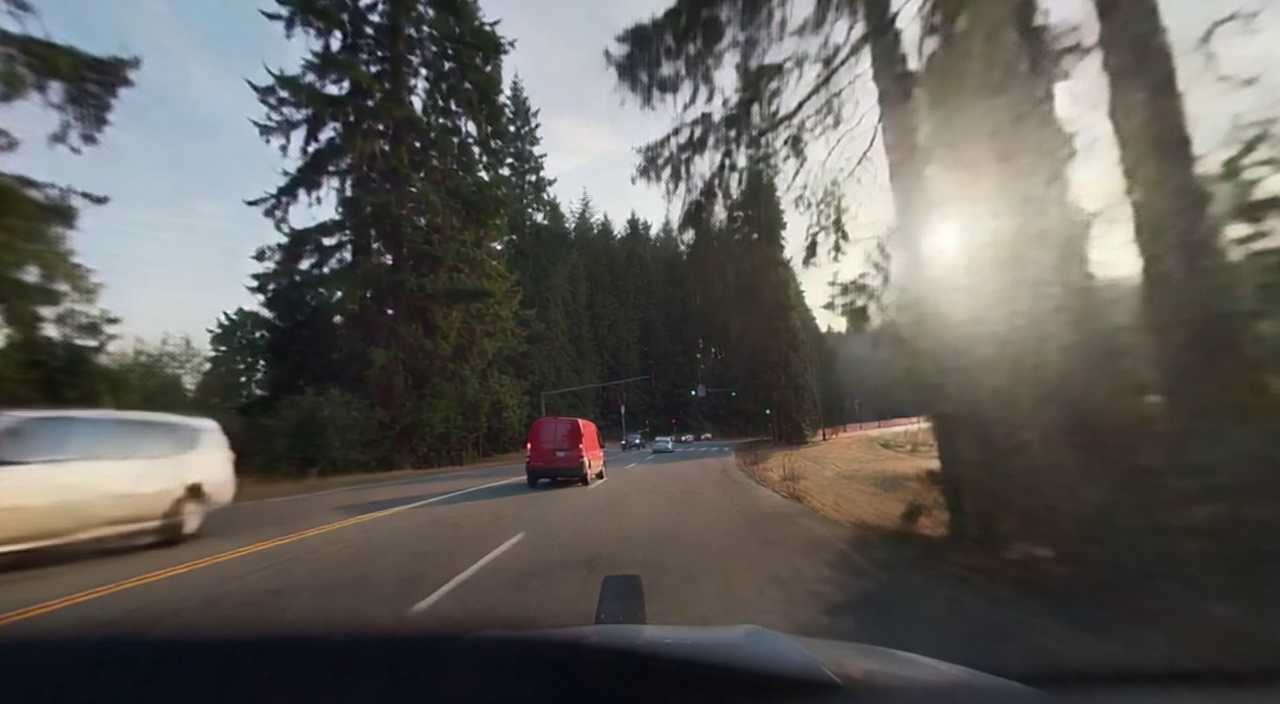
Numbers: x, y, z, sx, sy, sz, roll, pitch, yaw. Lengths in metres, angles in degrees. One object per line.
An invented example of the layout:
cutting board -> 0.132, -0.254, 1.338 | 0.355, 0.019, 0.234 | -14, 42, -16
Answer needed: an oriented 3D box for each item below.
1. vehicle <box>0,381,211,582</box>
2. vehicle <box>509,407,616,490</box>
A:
vehicle -> -6.365, 1.144, 5.491 | 1.968, 1.674, 4.451 | -2, -9, 2
vehicle -> -2.155, 2.939, 19.332 | 2.362, 2.185, 5.212 | 0, -8, 3
